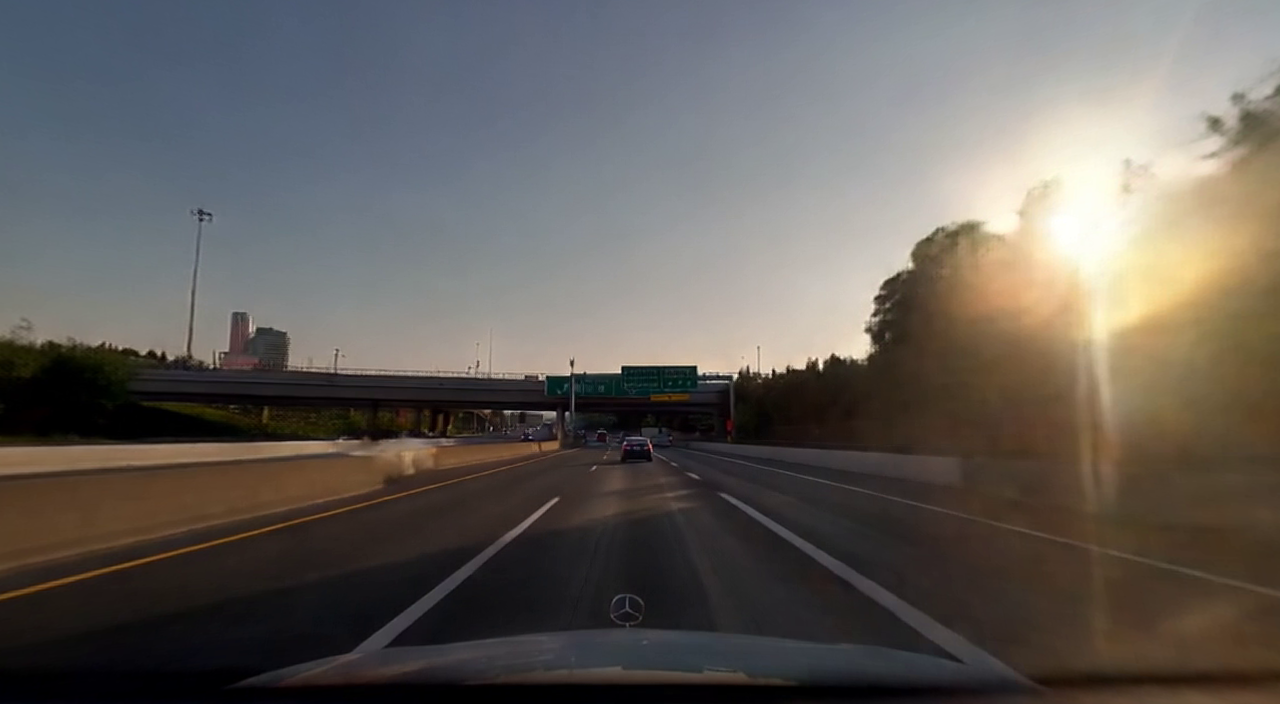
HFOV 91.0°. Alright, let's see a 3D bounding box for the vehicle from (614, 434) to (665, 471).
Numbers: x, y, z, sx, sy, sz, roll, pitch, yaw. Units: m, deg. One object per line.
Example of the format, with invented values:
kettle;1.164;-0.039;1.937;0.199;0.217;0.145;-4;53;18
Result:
vehicle;-0.043;4.534;28.555;2.130;1.512;4.057;0;-8;0
